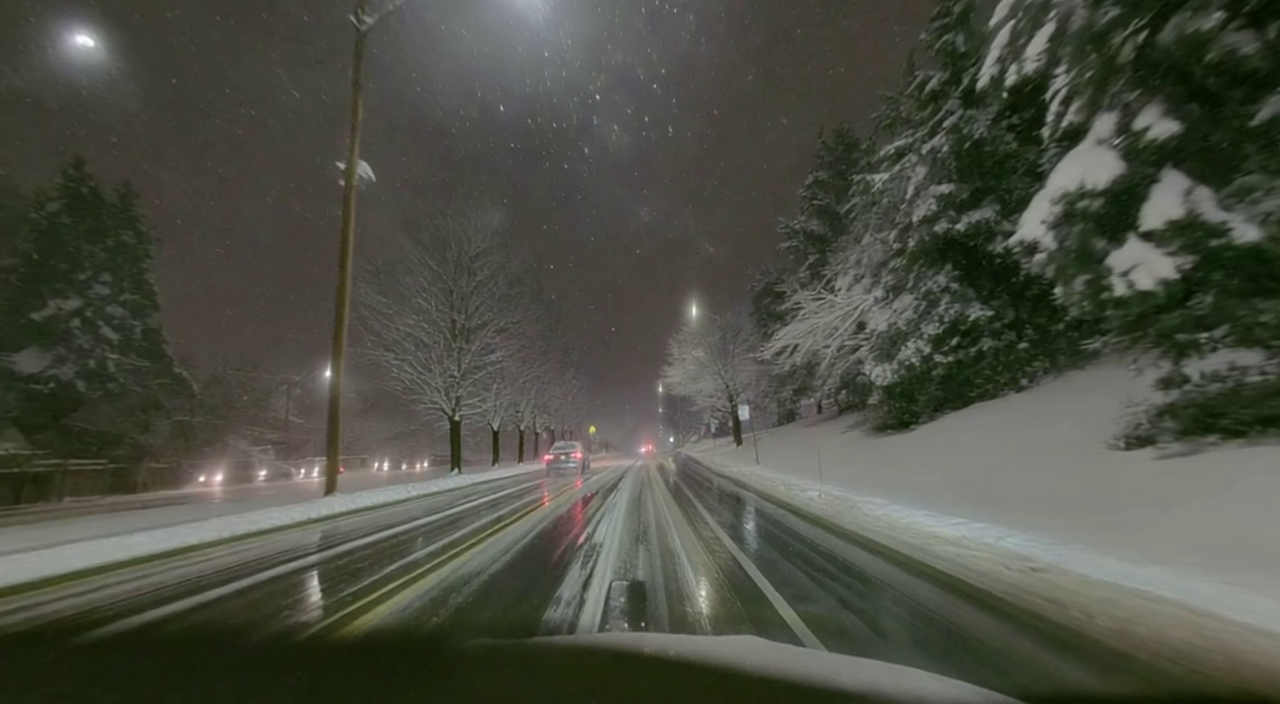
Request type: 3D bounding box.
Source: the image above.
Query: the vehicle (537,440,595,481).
[{"bbox_3d":[-3.324,4.968,29.171,2.016,1.694,4.335,0,-8,1],"label":"vehicle"}]

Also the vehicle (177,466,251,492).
[{"bbox_3d":[-29.491,8.779,43.828,1.912,1.475,4.918,0,-8,-3],"label":"vehicle"}]
